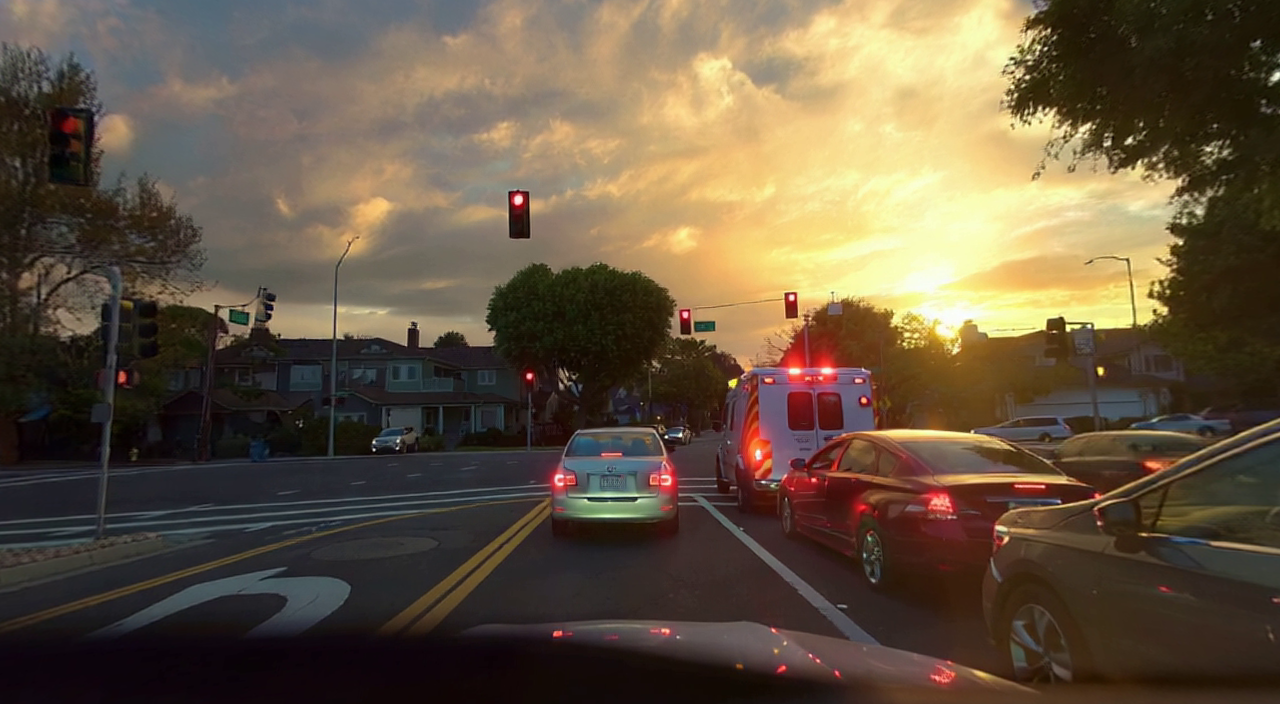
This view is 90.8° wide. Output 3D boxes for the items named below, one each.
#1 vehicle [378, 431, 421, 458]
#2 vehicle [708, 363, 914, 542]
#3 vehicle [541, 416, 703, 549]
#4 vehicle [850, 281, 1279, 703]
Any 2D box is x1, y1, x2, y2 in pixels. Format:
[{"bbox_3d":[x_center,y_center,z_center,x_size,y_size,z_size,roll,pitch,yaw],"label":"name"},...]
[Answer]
[{"bbox_3d":[-17.732,6.876,46.860,2.246,1.880,4.454,1,-8,-12],"label":"vehicle"},{"bbox_3d":[2.869,1.902,12.370,2.406,2.687,5.521,0,-8,0],"label":"vehicle"},{"bbox_3d":[-0.265,1.982,10.186,2.114,1.707,3.725,0,-8,-1],"label":"vehicle"},{"bbox_3d":[2.853,0.892,2.884,2.194,1.820,4.652,0,-8,0],"label":"vehicle"}]
